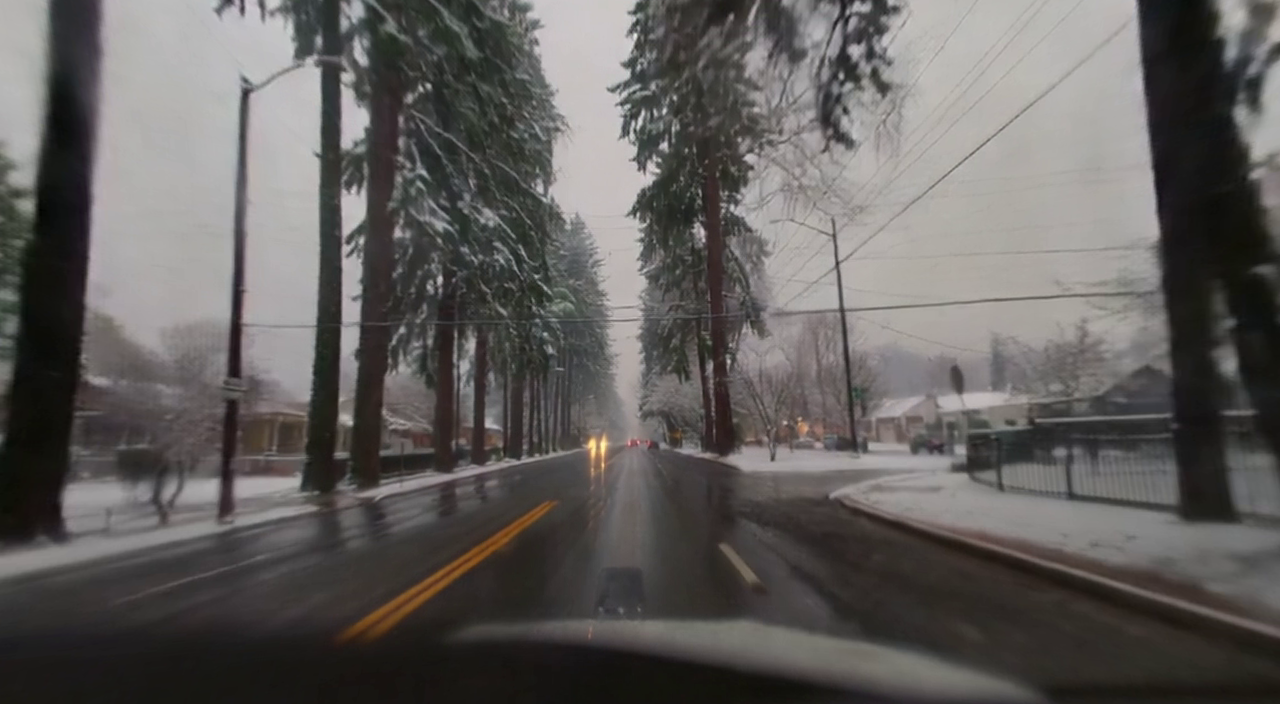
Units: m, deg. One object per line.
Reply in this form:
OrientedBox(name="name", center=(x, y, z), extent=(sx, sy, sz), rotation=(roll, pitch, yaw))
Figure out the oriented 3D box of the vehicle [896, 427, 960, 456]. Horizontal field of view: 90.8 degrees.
OrientedBox(name="vehicle", center=(18.209, 5.745, 40.217), extent=(1.936, 1.722, 4.562), rotation=(0, -9, 1))
